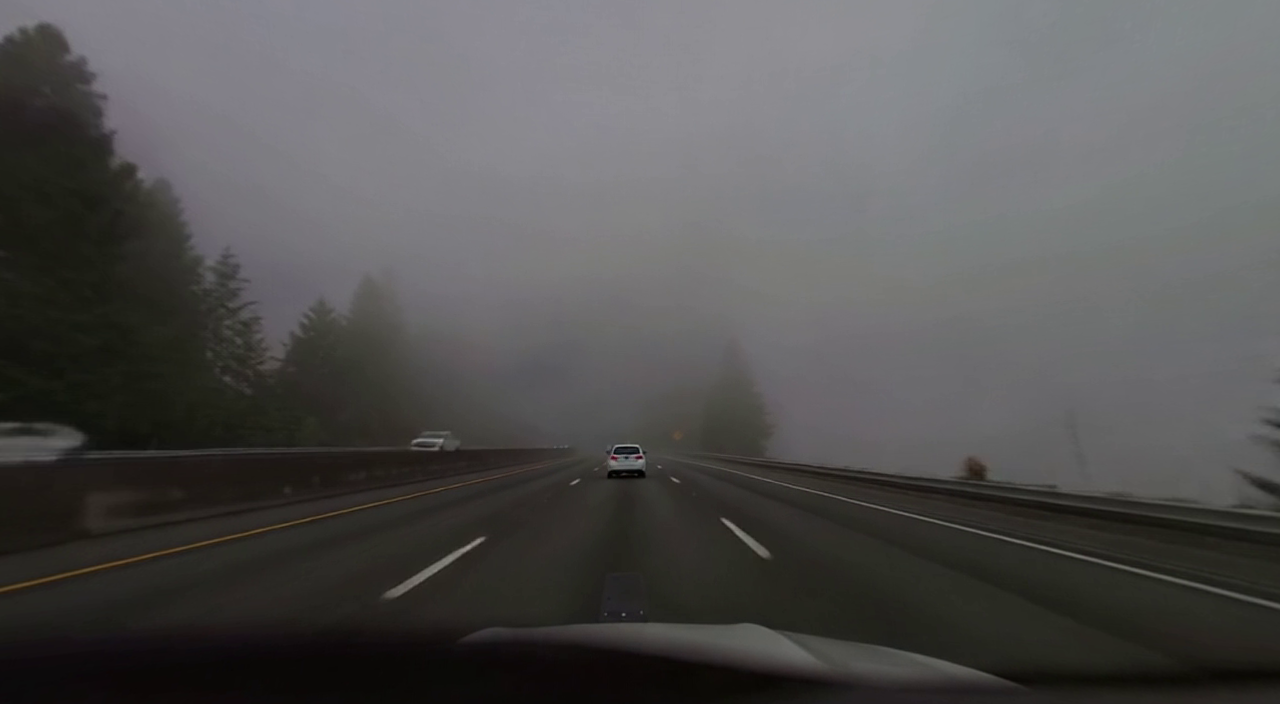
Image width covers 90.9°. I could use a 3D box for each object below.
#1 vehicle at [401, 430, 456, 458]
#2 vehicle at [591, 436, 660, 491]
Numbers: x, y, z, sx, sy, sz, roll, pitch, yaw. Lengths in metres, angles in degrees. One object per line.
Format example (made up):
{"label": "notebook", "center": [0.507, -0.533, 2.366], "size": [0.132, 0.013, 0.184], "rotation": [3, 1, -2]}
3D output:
{"label": "vehicle", "center": [-14.030, 6.152, 42.127], "size": [2.090, 1.762, 4.769], "rotation": [0, -9, -1]}
{"label": "vehicle", "center": [-0.461, 3.529, 20.303], "size": [2.011, 1.590, 3.607], "rotation": [0, -9, -1]}
